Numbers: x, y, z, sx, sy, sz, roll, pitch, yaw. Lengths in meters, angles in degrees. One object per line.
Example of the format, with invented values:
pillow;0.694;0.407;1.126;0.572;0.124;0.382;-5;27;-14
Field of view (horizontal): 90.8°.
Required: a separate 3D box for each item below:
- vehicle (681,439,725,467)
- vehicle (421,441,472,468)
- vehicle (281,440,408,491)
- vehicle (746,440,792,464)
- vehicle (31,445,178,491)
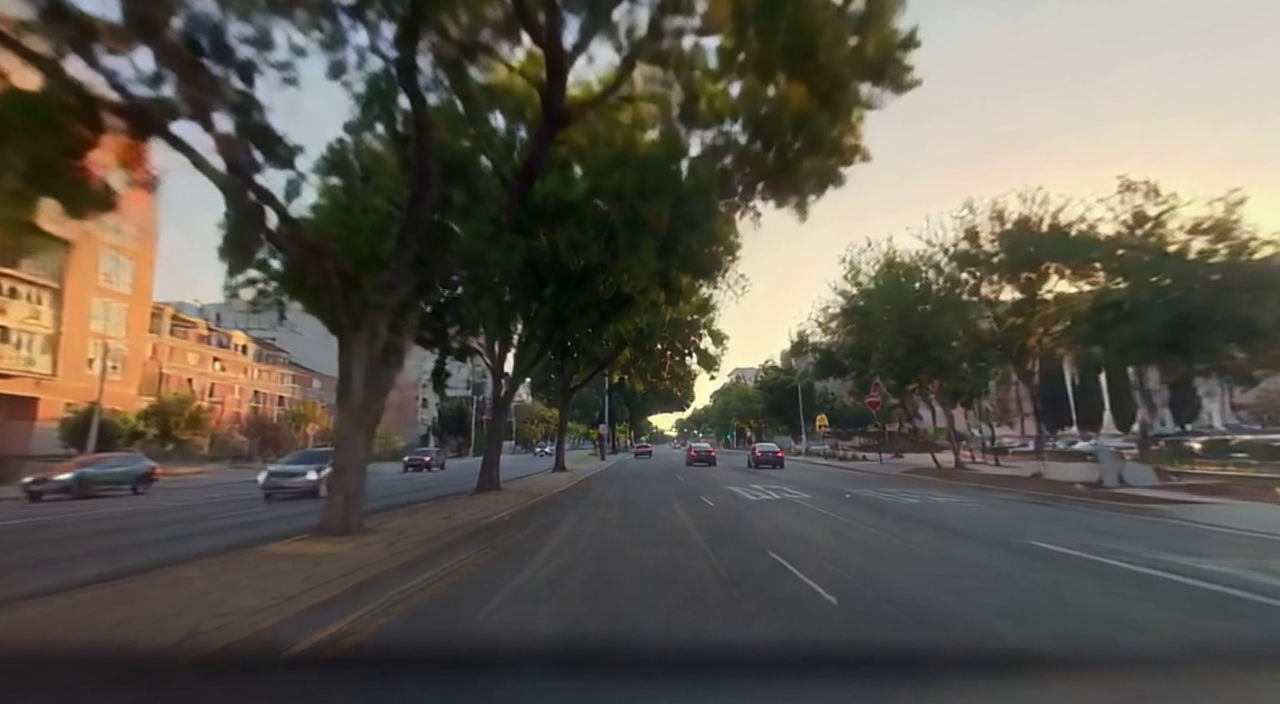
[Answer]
vehicle;3.601;5.846;36.829;2.020;1.479;4.650;0;-8;-1
vehicle;-13.041;6.918;42.842;1.953;1.688;4.435;-1;-8;1
vehicle;-9.894;3.812;21.641;2.012;1.520;4.645;-1;-8;1
vehicle;8.098;6.329;40.116;1.932;1.439;4.159;0;-8;-1
vehicle;-21.748;4.687;25.964;1.995;1.684;4.487;-1;-8;1
